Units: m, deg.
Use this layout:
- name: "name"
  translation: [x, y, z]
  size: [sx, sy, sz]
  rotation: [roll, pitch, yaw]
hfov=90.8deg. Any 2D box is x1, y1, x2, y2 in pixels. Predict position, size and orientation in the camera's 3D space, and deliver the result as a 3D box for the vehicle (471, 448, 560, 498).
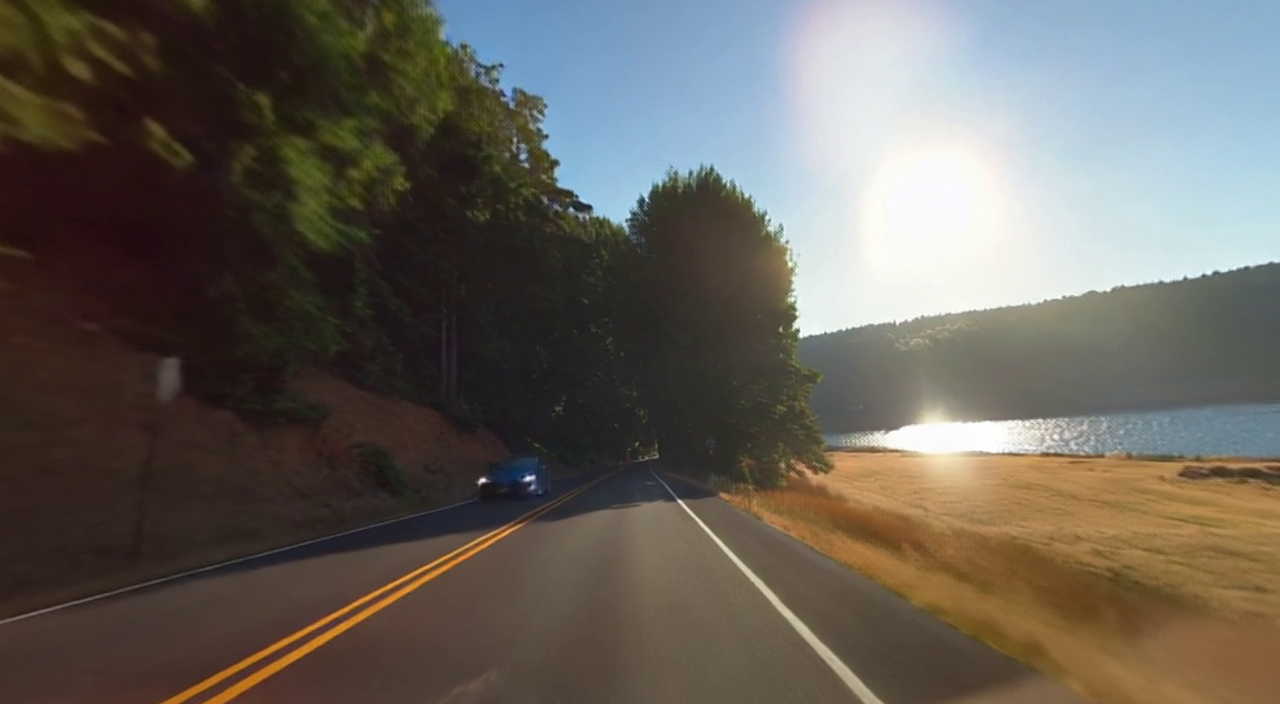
- name: "vehicle"
  translation: [-4.265, 4.217, 22.477]
  size: [2.179, 1.579, 4.637]
  rotation: [0, -9, 1]
